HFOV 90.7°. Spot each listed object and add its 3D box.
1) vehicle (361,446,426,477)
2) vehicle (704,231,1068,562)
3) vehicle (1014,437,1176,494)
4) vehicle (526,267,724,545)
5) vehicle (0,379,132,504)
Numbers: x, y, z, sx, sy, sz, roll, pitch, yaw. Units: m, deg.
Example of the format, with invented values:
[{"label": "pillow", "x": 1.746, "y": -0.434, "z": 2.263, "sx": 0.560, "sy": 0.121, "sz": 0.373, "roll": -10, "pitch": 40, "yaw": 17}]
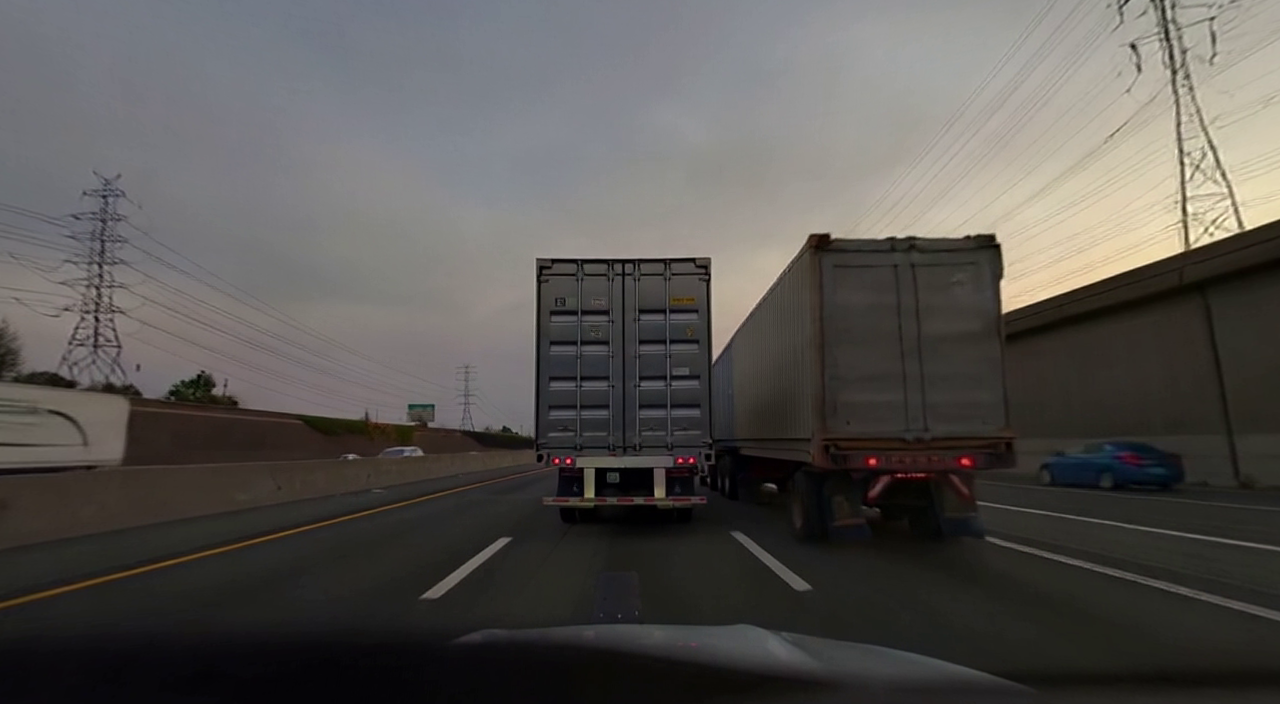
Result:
[{"label": "vehicle", "x": -13.045, "y": 5.798, "z": 33.769, "sx": 1.950, "sy": 1.526, "sz": 3.713, "roll": 0, "pitch": -9, "yaw": 0}, {"label": "vehicle", "x": 3.578, "y": 1.437, "z": 14.181, "sx": 2.797, "sy": 4.023, "sz": 13.066, "roll": 0, "pitch": -9, "yaw": 0}, {"label": "vehicle", "x": 12.811, "y": 3.201, "z": 18.150, "sx": 1.766, "sy": 1.452, "sz": 3.703, "roll": 0, "pitch": -9, "yaw": -2}, {"label": "vehicle", "x": -0.224, "y": 1.625, "z": 15.308, "sx": 2.841, "sy": 4.071, "sz": 12.046, "roll": 0, "pitch": -9, "yaw": 0}, {"label": "vehicle", "x": -20.400, "y": 2.418, "z": 17.105, "sx": 2.770, "sy": 3.665, "sz": 12.784, "roll": 0, "pitch": -9, "yaw": 0}]
